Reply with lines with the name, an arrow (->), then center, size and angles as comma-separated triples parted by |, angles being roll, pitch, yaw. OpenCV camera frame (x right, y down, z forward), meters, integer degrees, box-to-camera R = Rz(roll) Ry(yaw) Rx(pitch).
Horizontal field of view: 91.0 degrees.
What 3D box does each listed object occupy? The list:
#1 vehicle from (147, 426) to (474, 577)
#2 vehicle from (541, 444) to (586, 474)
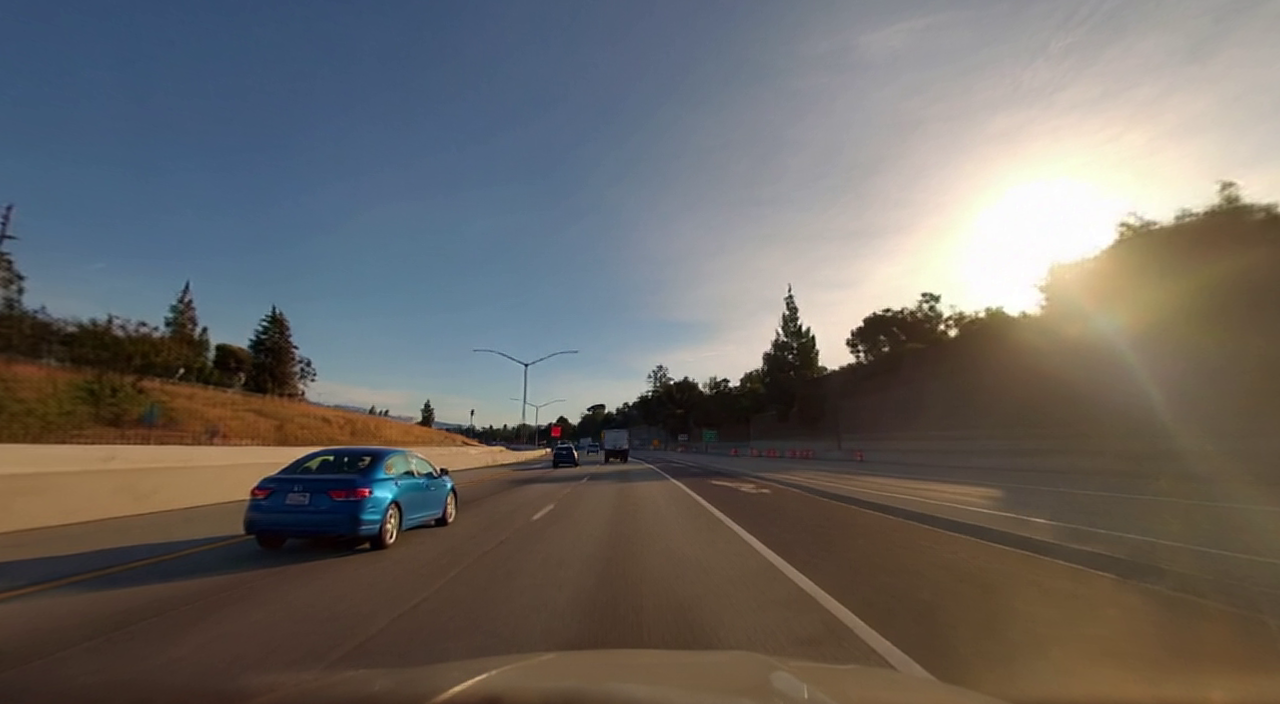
vehicle -> -3.975, 1.878, 8.782 | 2.012, 1.510, 4.672 | 0, -9, 0
vehicle -> -3.978, 5.615, 33.287 | 1.965, 1.459, 4.145 | 0, -9, -2
